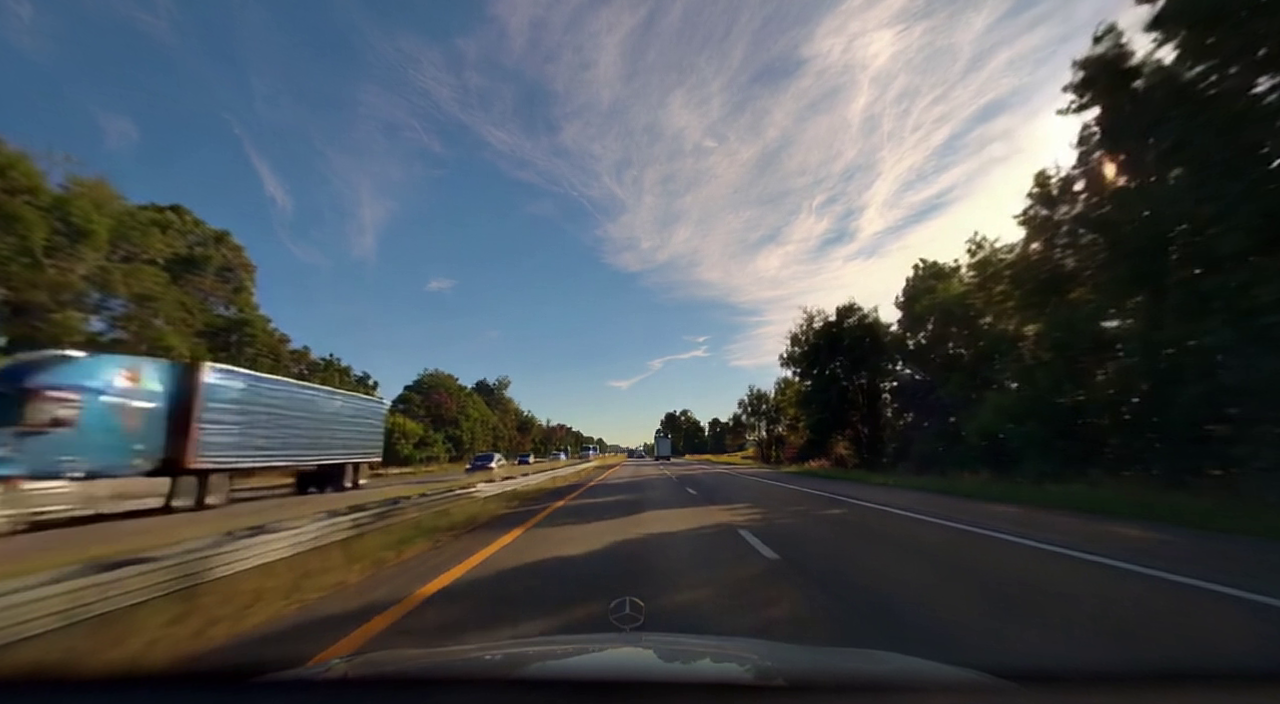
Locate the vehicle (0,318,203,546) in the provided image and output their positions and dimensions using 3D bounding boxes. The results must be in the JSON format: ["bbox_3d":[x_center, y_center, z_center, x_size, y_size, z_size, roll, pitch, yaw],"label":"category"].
[{"bbox_3d":[-12.926,1.747,13.320,2.979,4.027,5.788,0,-9,0],"label":"vehicle"}]

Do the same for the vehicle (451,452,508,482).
[{"bbox_3d":[-8.738,6.295,34.670,1.897,1.485,4.446,0,-9,0],"label":"vehicle"}]
